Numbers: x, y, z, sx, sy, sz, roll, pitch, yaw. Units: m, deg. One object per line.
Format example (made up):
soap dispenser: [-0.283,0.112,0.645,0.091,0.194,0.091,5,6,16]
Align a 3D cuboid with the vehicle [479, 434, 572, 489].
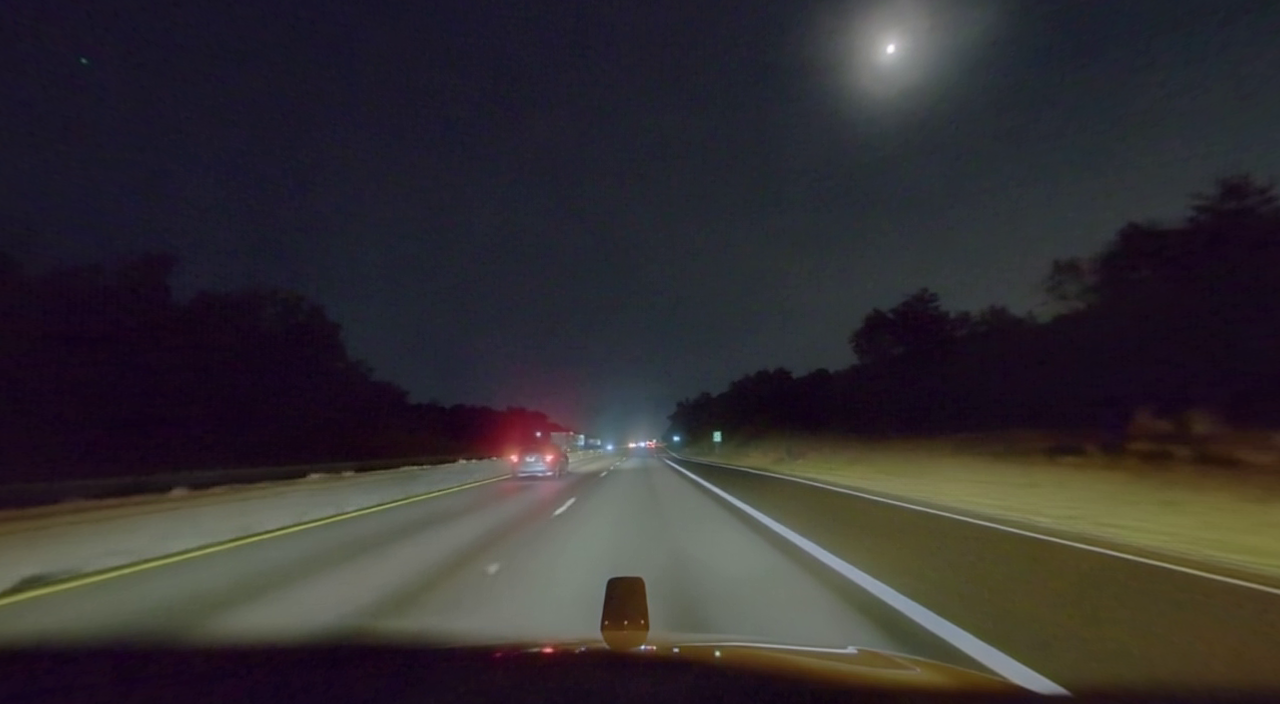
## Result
vehicle: [-3.483,3.395,19.932,2.051,1.531,4.250,0,-8,1]
